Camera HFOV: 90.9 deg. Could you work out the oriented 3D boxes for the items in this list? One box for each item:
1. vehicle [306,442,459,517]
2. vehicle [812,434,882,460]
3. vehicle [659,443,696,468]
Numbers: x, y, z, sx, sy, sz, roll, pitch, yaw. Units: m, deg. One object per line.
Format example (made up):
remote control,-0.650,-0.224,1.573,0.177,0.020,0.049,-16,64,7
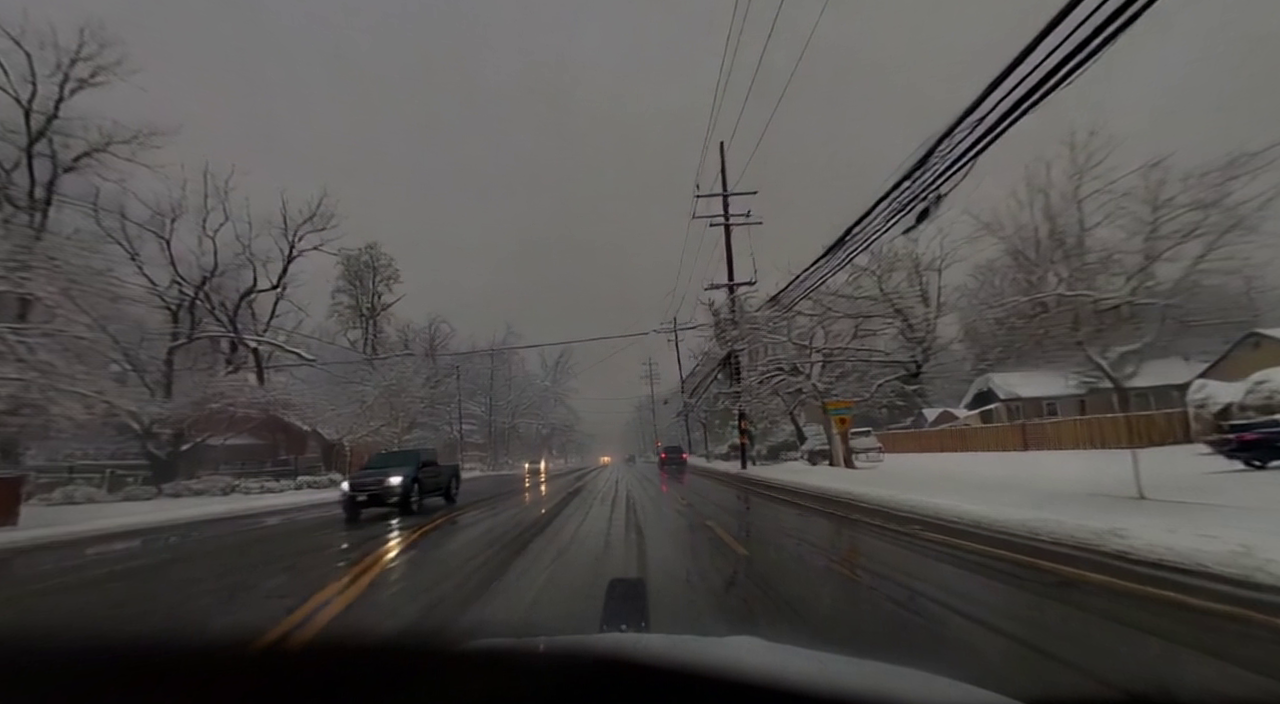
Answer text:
vehicle,-6.663,3.325,16.989,2.127,1.725,4.366,-1,-9,2
vehicle,16.095,7.412,49.195,4.583,1.932,2.256,0,-8,-4
vehicle,2.801,7.969,48.713,2.144,1.843,4.827,0,-9,-5
